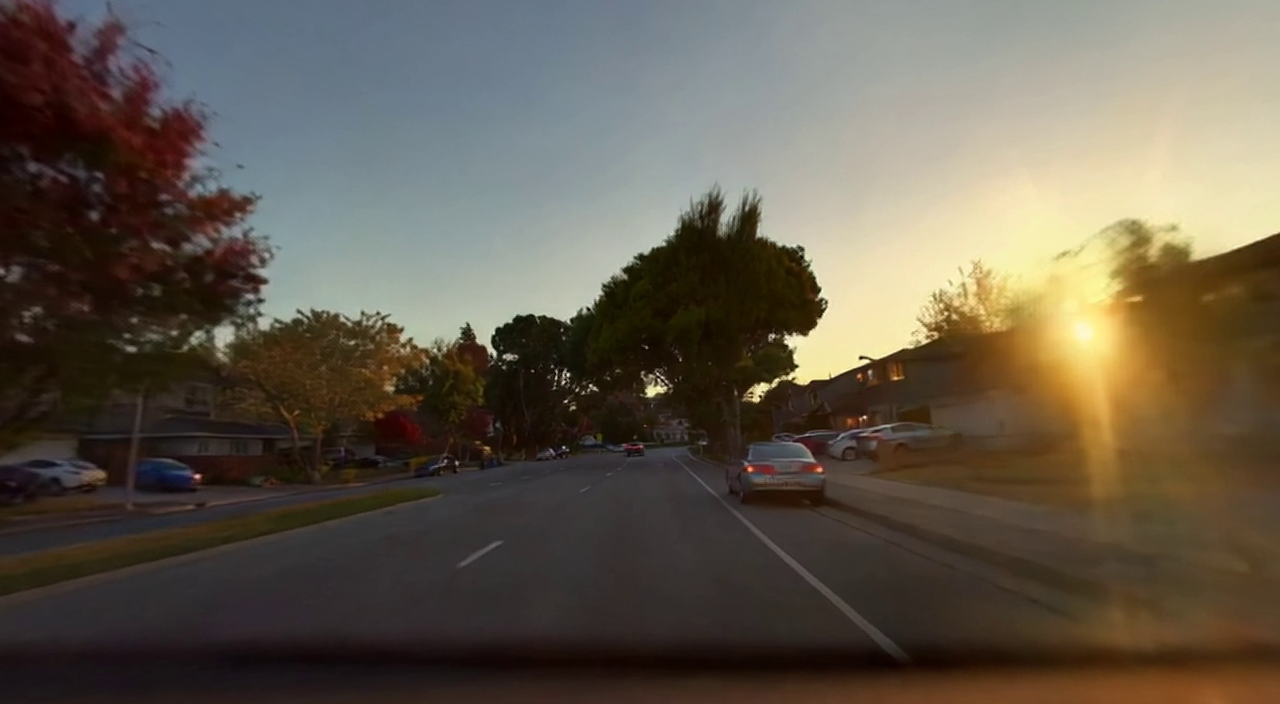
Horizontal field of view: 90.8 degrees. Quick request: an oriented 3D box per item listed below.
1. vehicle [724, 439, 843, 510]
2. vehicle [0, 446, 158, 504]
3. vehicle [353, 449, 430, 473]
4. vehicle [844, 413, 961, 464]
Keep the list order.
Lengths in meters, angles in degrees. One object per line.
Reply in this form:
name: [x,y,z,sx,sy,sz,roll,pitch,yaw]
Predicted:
vehicle: [3.297,2.889,15.445,2.016,1.477,4.207,0,-8,2]
vehicle: [-21.265,4.482,23.285,4.912,1.936,2.355,2,-9,-2]
vehicle: [-19.366,8.489,49.347,5.044,1.782,2.152,-1,-8,3]
vehicle: [11.219,3.678,26.927,4.591,1.867,2.057,2,-10,-31]
